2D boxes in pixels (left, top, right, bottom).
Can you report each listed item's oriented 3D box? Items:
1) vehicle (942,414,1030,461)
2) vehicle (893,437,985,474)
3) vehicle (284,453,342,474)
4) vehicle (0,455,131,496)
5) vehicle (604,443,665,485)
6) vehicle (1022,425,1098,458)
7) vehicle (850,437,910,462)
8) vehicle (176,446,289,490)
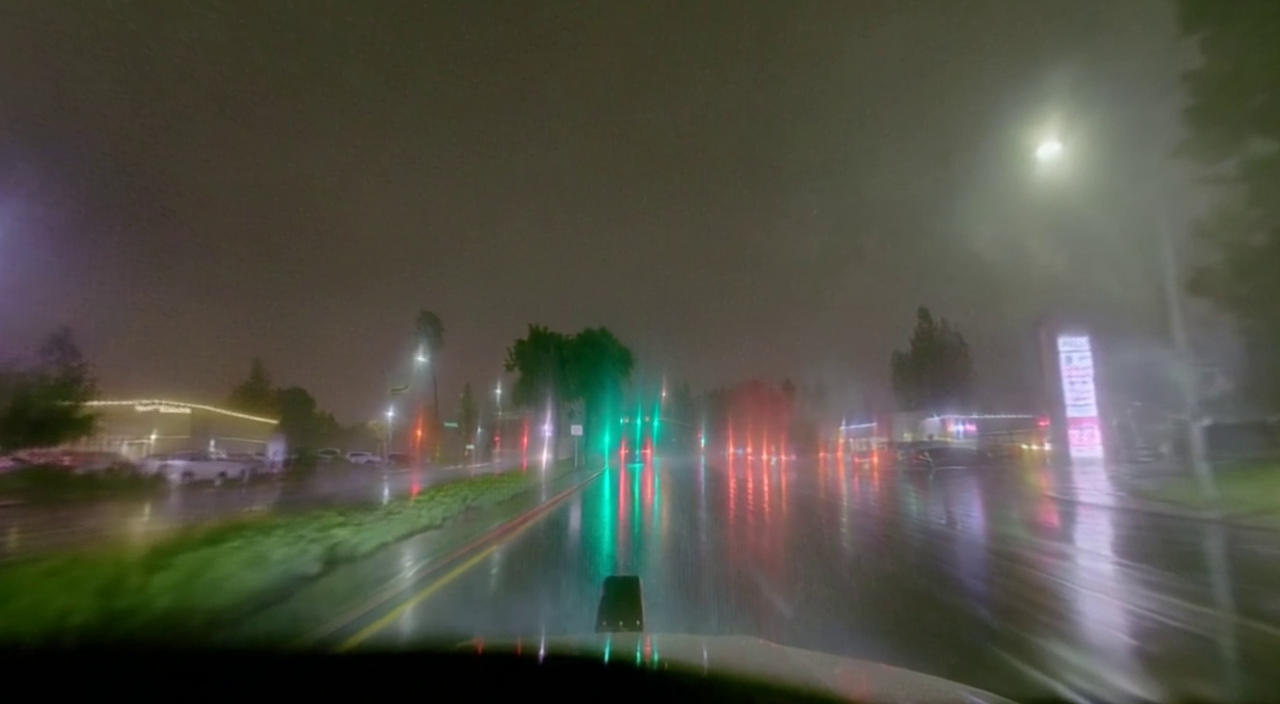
[{"bbox_3d":[27.014,6.763,49.766,2.764,3.374,7.305,0,-8,0],"label":"vehicle"},{"bbox_3d":[15.873,5.527,33.931,2.377,1.783,5.145,0,-8,-1],"label":"vehicle"},{"bbox_3d":[-24.775,8.421,48.079,1.893,1.451,4.809,0,-8,-1],"label":"vehicle"},{"bbox_3d":[-24.008,5.046,26.274,1.915,1.460,4.717,0,-8,-3],"label":"vehicle"},{"bbox_3d":[-0.220,4.359,24.935,2.185,1.473,3.925,0,-8,-1],"label":"vehicle"},{"bbox_3d":[32.780,7.046,49.561,2.209,2.346,5.394,-2,-8,2],"label":"vehicle"},{"bbox_3d":[18.653,7.615,49.448,2.253,1.771,5.722,0,-8,-2],"label":"vehicle"},{"bbox_3d":[-19.315,5.478,30.303,2.129,1.794,4.967,-2,-8,0],"label":"vehicle"}]
